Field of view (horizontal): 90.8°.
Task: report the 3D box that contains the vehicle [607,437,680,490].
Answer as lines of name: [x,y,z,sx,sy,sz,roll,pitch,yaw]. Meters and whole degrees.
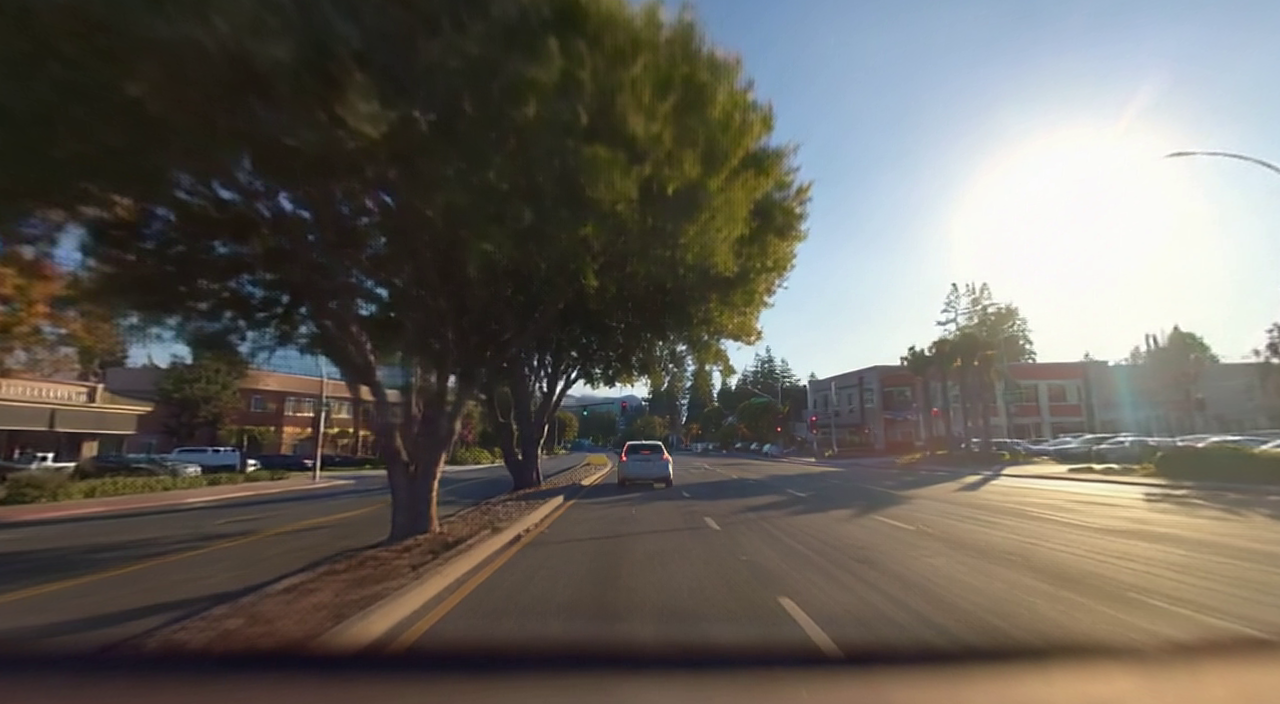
vehicle: [0.089,3.476,19.968,2.064,1.477,3.968,0,-9,0]

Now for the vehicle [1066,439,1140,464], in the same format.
vehicle: [32.123,6.896,43.991,1.873,1.588,4.133,-2,-8,-1]
